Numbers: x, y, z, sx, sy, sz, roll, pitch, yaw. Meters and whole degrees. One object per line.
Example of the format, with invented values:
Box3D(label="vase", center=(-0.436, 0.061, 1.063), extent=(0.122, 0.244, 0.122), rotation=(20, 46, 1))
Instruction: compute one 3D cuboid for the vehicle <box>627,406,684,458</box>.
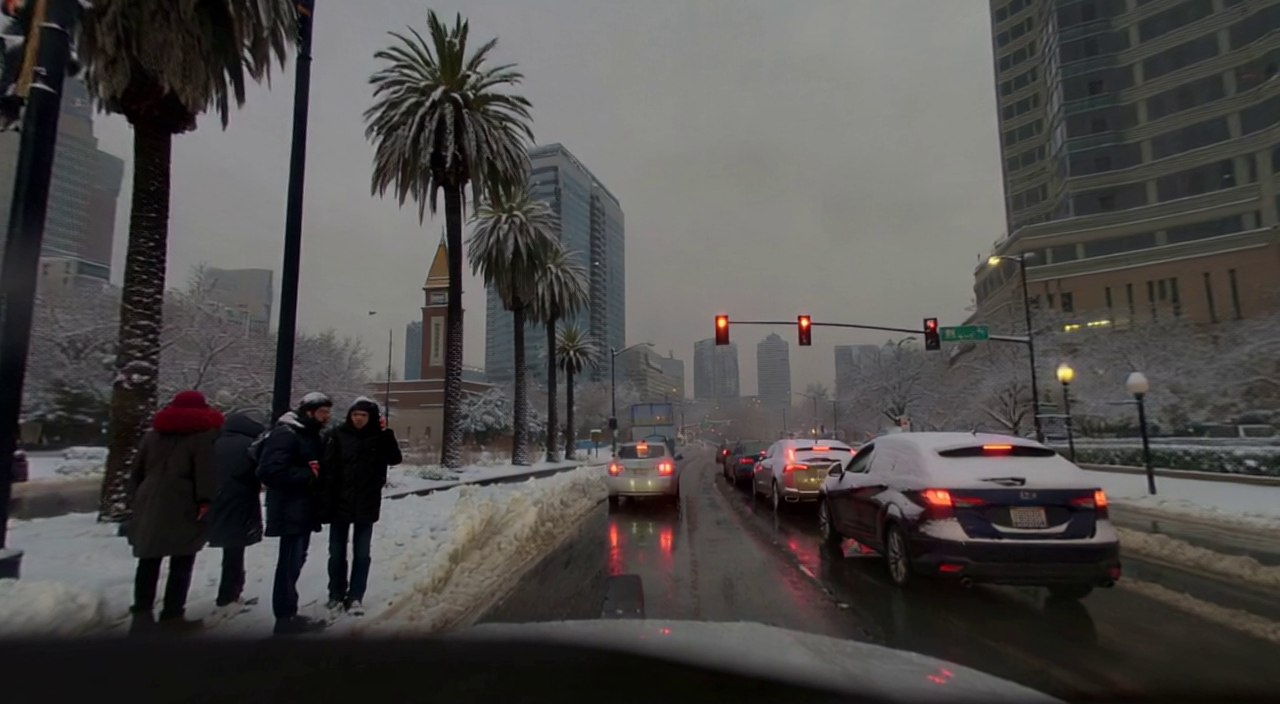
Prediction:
Box3D(label="vehicle", center=(0.832, 3.751, 29.112), extent=(2.230, 2.158, 5.498), rotation=(-1, -9, 5))

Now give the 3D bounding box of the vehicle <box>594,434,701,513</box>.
Box3D(label="vehicle", center=(0.179, 2.624, 14.000), extent=(2.048, 1.503, 3.681), rotation=(0, -9, 1))

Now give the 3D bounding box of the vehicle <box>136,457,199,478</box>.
Box3D(label="vehicle", center=(-36.835, 9.006, 49.226), extent=(1.700, 1.527, 4.445), rotation=(1, -9, -4))

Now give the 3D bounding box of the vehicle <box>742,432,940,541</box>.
Box3D(label="vehicle", center=(3.103, 2.171, 10.838), extent=(1.913, 1.469, 4.425), rotation=(0, -9, -1))

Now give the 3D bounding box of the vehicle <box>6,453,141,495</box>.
Box3D(label="vehicle", center=(-26.704, 5.723, 29.954), extent=(2.105, 1.793, 4.812), rotation=(0, -9, -4))

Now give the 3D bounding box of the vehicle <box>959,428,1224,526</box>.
Box3D(label="vehicle", center=(8.180, 2.283, 12.050), extent=(1.859, 1.508, 4.259), rotation=(0, -9, -1))
